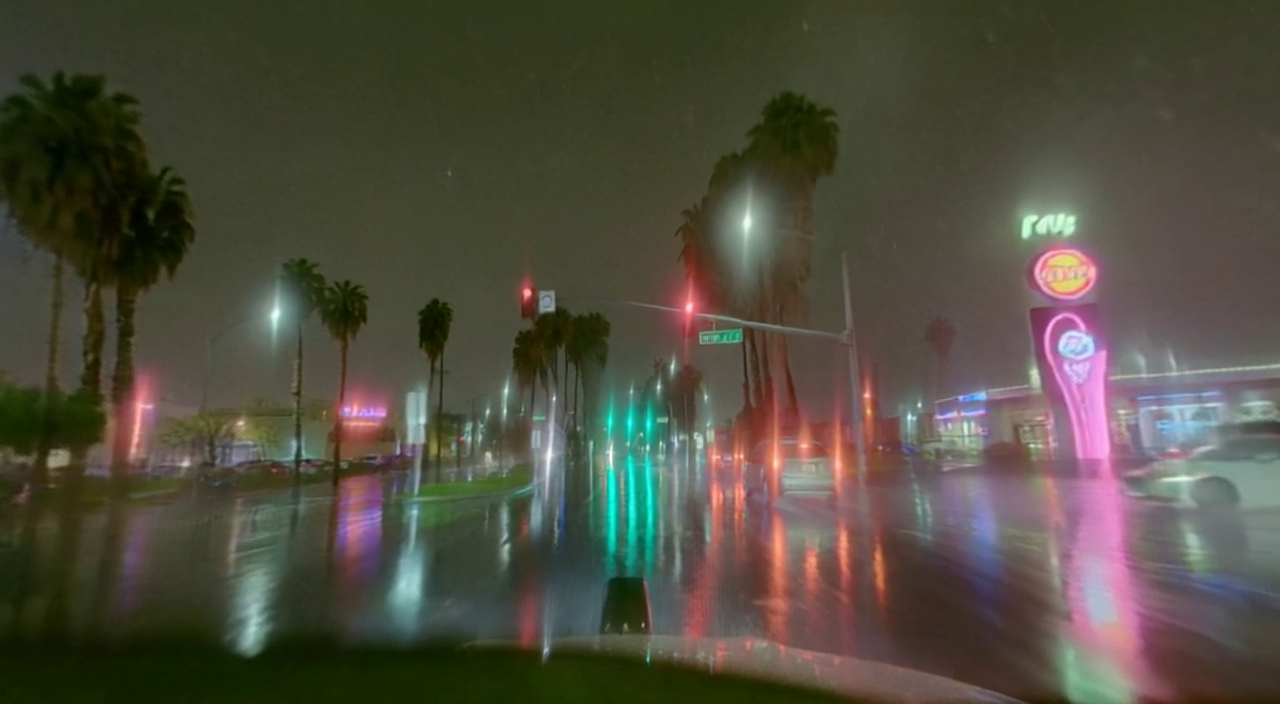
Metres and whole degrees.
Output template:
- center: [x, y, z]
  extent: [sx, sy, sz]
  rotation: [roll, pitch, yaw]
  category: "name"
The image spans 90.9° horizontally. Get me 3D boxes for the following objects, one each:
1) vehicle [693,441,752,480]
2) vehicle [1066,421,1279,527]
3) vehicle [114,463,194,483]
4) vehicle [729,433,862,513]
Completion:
- center: [3.372, 4.541, 26.655]
  extent: [1.870, 1.467, 4.800]
  rotation: [0, -8, 0]
  category: "vehicle"
- center: [10.547, 2.089, 11.114]
  extent: [4.448, 1.640, 2.160]
  rotation: [0, -8, 0]
  category: "vehicle"
- center: [-38.033, 9.458, 49.384]
  extent: [4.648, 1.484, 1.908]
  rotation: [0, -9, 0]
  category: "vehicle"
- center: [3.329, 2.663, 14.365]
  extent: [1.931, 1.534, 4.126]
  rotation: [0, -8, 0]
  category: "vehicle"
